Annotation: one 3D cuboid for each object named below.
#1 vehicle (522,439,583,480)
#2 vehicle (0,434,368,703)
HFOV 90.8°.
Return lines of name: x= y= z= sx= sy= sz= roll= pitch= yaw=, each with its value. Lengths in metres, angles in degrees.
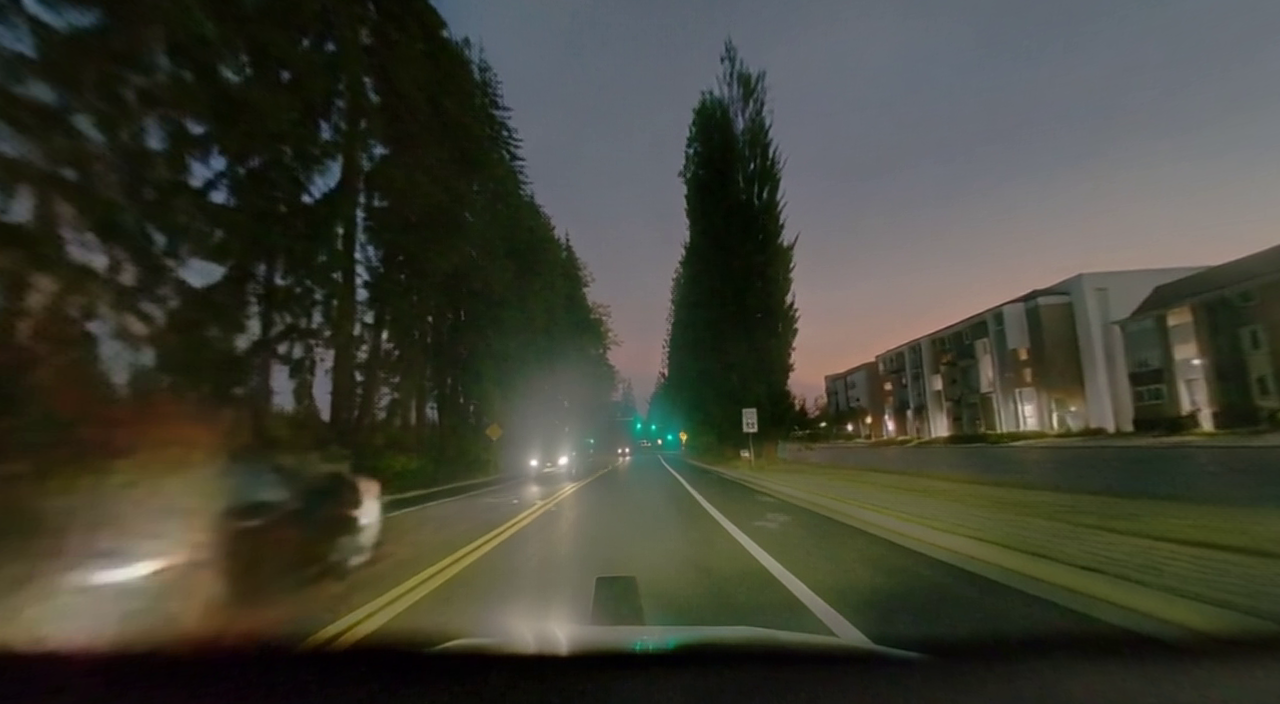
vehicle: x=-4.028 y=5.049 z=30.016 sx=2.124 sy=1.754 sz=4.791 roll=0 pitch=-8 yaw=1
vehicle: x=-4.024 y=1.388 z=4.651 sx=2.031 sy=1.477 sz=4.450 roll=0 pitch=-8 yaw=0
